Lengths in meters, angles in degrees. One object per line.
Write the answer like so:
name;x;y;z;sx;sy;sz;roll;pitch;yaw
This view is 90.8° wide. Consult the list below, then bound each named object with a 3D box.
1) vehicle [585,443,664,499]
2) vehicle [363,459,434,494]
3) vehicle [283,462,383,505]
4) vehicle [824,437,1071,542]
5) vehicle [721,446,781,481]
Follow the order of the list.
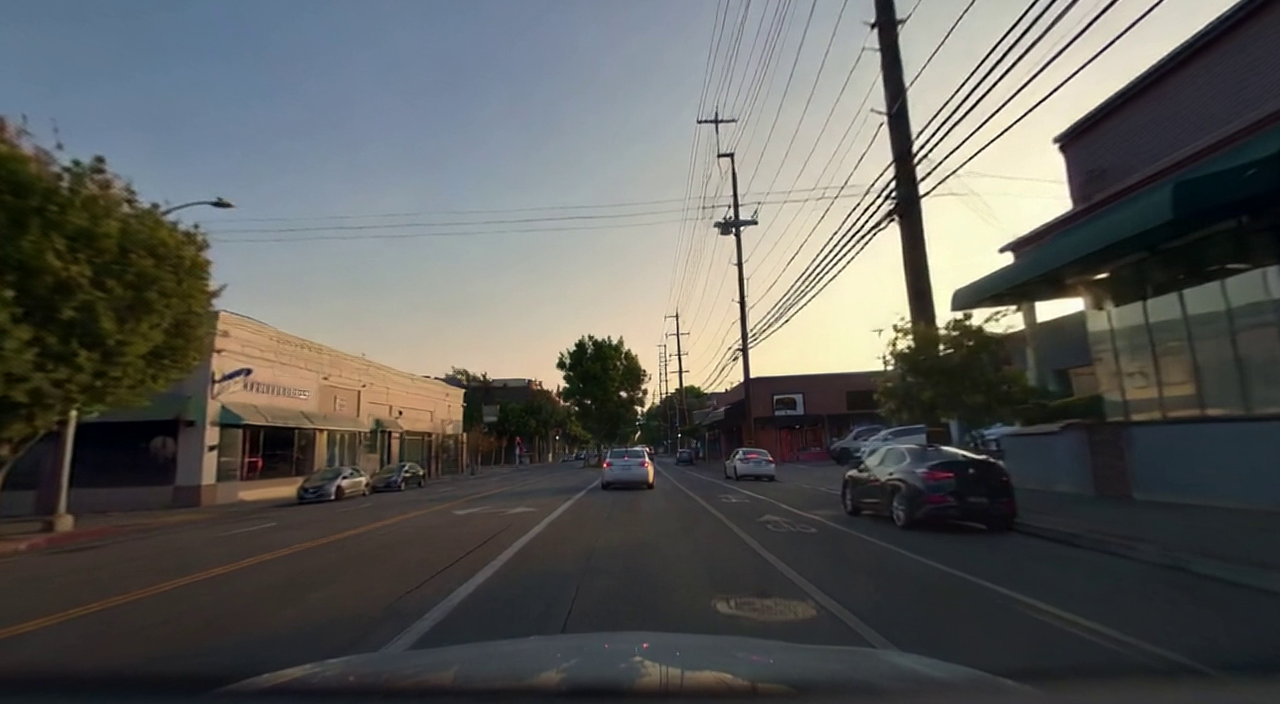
vehicle;-0.436;3.533;19.018;2.116;1.479;3.980;0;-9;-1
vehicle;-11.648;6.020;30.817;1.817;1.480;4.282;0;-9;0
vehicle;-11.836;5.062;24.691;1.828;1.457;4.371;0;-9;-2
vehicle;5.062;2.329;11.344;1.987;1.459;4.677;0;-9;-1
vehicle;5.098;5.195;29.673;1.937;1.523;4.541;0;-9;-1
